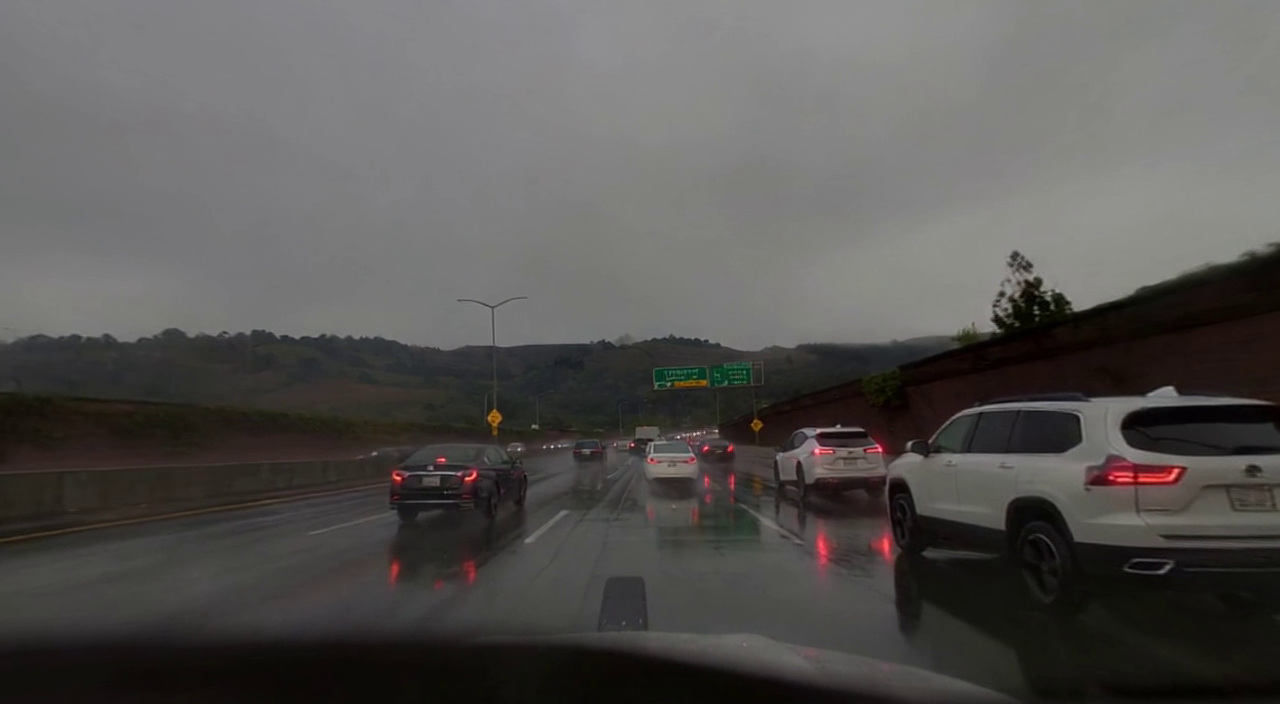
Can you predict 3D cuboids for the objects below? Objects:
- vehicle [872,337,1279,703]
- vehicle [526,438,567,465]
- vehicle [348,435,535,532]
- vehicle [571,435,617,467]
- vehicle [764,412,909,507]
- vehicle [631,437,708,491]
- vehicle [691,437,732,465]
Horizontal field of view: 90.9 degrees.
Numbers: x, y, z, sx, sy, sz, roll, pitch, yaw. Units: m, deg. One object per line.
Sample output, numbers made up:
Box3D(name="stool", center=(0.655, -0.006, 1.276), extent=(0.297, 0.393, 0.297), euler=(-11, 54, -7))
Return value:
Box3D(name="vehicle", center=(3.771, 1.133, 5.381), extent=(1.930, 1.831, 4.344), euler=(0, -8, 0))
Box3D(name="vehicle", center=(-6.485, 6.930, 44.263), extent=(2.055, 1.751, 4.825), euler=(0, -8, 2))
Box3D(name="vehicle", center=(-3.379, 2.308, 11.791), extent=(1.961, 1.456, 4.362), euler=(0, -8, 2))
Box3D(name="vehicle", center=(-2.642, 5.850, 37.519), extent=(2.154, 1.793, 4.736), euler=(0, -8, 2))
Box3D(name="vehicle", center=(4.389, 2.489, 14.991), extent=(1.970, 1.872, 4.575), euler=(0, -8, 0))
Box3D(name="vehicle", center=(0.773, 3.362, 19.374), extent=(2.105, 1.471, 3.978), euler=(0, -8, -1))
Box3D(name="vehicle", center=(4.016, 5.643, 36.167), extent=(1.855, 1.513, 3.915), euler=(0, -8, 0))
